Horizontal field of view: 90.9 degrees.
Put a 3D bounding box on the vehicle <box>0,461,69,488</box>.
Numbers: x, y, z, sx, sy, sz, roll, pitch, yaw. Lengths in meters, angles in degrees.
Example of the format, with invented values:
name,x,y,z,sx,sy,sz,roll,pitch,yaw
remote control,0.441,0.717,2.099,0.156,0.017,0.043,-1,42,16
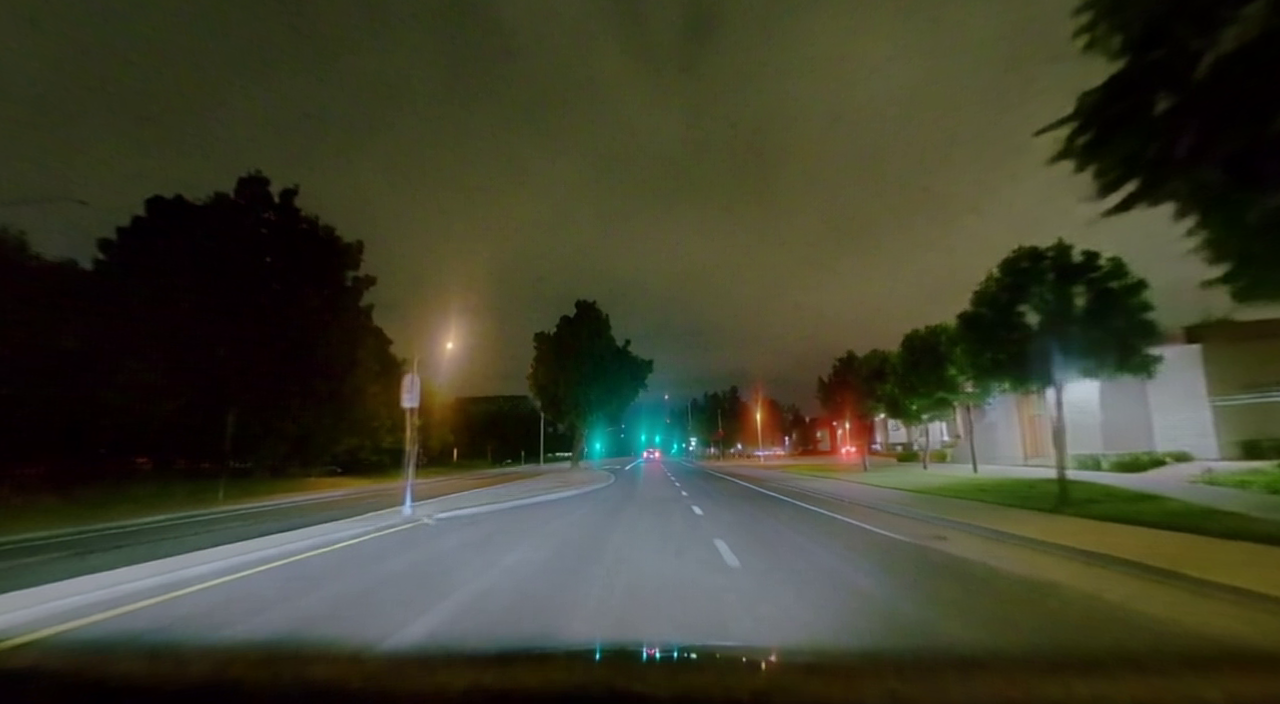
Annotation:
name,x,y,z,sx,sy,sz,roll,pitch,yaw
vehicle,-49.537,9.678,49.950,2.176,1.931,6.752,-1,-9,1

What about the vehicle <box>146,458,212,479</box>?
name,x,y,z,sx,sy,sz,roll,pitch,yaw
vehicle,-35.916,9.053,49.229,1.788,1.470,4.439,0,-9,-1

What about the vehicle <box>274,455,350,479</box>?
name,x,y,z,sx,sy,sz,roll,pitch,yaw
vehicle,-22.680,7.950,43.691,4.140,1.556,1.995,-1,-9,3
